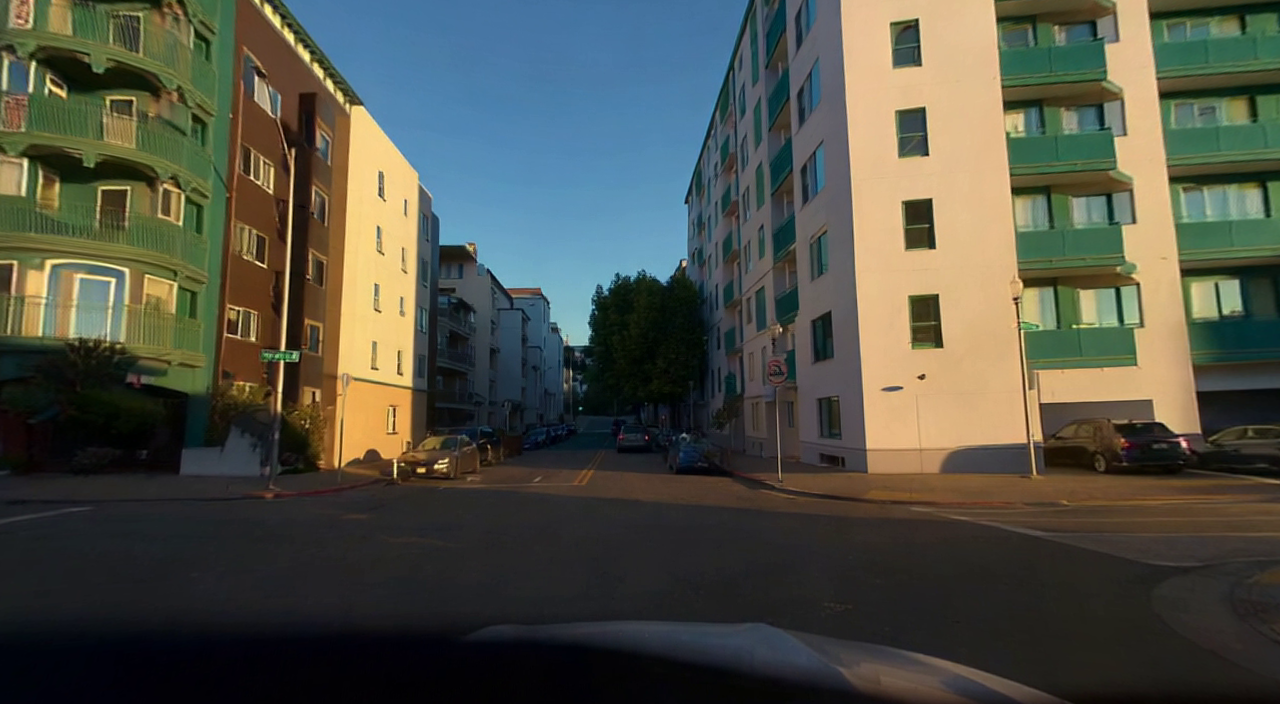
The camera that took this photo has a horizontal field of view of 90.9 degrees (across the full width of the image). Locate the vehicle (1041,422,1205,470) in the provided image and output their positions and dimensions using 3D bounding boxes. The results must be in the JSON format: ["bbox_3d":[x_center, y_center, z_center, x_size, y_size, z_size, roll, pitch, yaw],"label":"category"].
[{"bbox_3d":[15.288,3.011,20.126,3.752,1.453,1.709,0,-9,2],"label":"vehicle"}]

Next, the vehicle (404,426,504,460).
[{"bbox_3d":[-11.429,5.594,38.878,5.540,1.950,2.113,4,-12,-28],"label":"vehicle"}]

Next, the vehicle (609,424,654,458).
[{"bbox_3d":[-0.486,5.159,36.493,2.412,1.834,4.636,0,-8,0],"label":"vehicle"}]

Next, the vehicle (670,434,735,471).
[{"bbox_3d":[2.560,4.300,27.091,2.290,1.456,4.503,0,-9,-1],"label":"vehicle"}]
